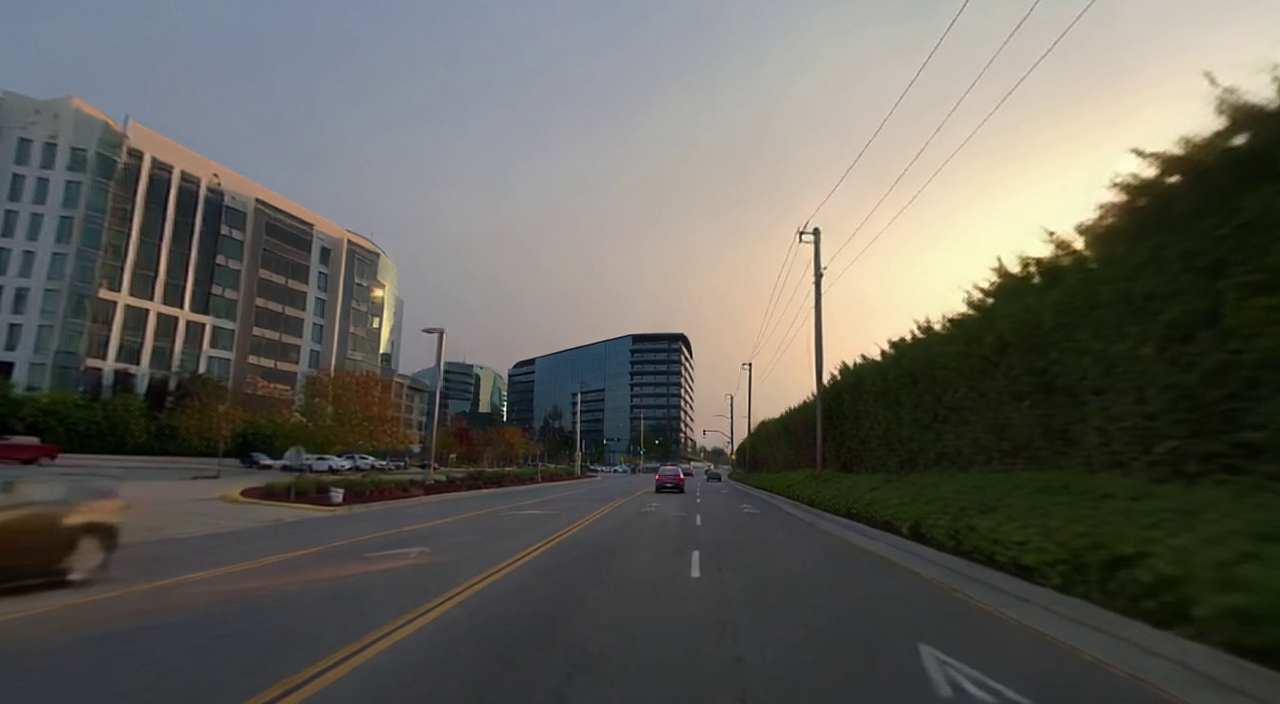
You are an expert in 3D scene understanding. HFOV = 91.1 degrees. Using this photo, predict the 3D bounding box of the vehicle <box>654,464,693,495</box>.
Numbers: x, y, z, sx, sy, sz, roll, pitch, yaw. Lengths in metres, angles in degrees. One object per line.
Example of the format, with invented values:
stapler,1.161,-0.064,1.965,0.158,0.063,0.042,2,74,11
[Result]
vehicle,1.979,7.352,36.220,2.067,1.629,3.858,0,-11,5

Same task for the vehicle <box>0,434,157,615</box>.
vehicle,-6.441,1.304,4.551,1.979,1.499,4.666,0,-11,3
